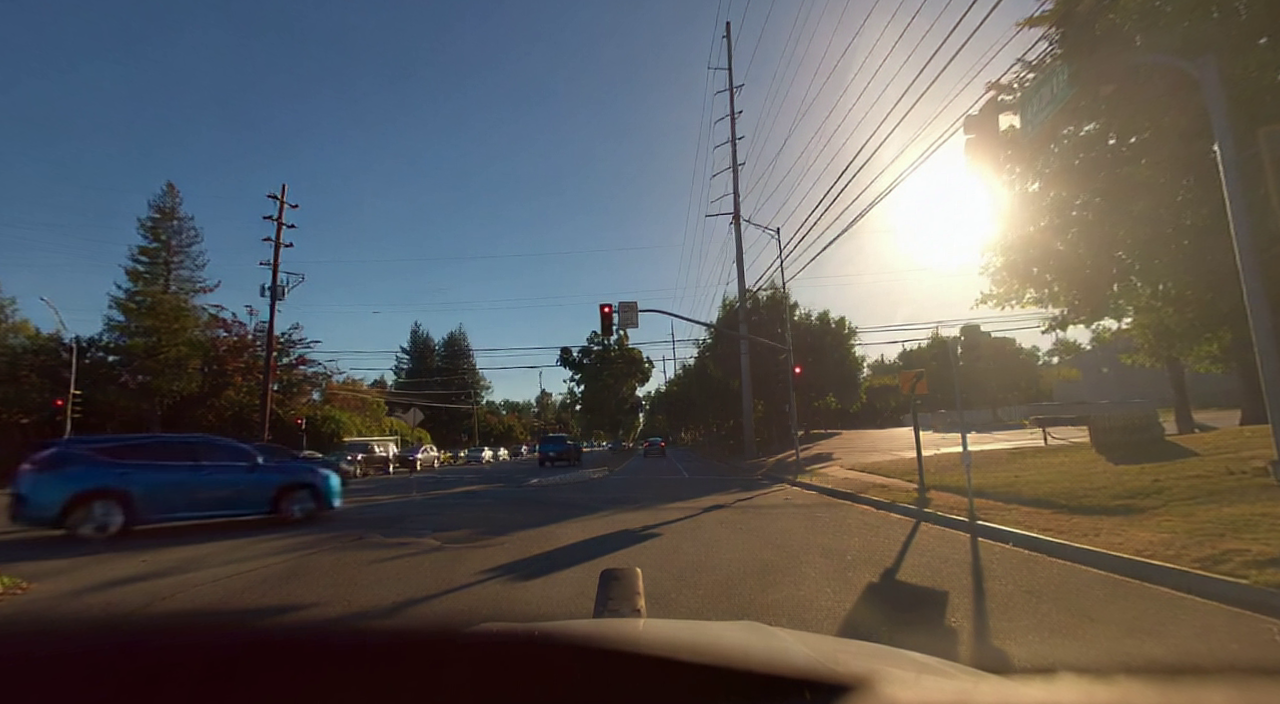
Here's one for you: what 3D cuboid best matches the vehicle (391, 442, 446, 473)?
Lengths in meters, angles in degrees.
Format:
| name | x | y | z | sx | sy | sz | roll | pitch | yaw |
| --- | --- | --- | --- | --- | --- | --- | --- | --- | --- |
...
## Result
| name | x | y | z | sx | sy | sz | roll | pitch | yaw |
| --- | --- | --- | --- | --- | --- | --- | --- | --- | --- |
| vehicle | -13.210 | 6.304 | 37.635 | 1.772 | 1.647 | 4.221 | -4 | -9 | 0 |

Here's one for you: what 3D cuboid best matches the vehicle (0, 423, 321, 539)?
| name | x | y | z | sx | sy | sz | roll | pitch | yaw |
| --- | --- | --- | --- | --- | --- | --- | --- | --- | --- |
| vehicle | -8.344 | 2.146 | 11.000 | 4.607 | 1.666 | 2.051 | 5 | -10 | -32 |

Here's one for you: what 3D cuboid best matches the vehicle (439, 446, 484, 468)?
| name | x | y | z | sx | sy | sz | roll | pitch | yaw |
| --- | --- | --- | --- | --- | --- | --- | --- | --- | --- |
| vehicle | -12.678 | 7.471 | 44.908 | 1.841 | 1.477 | 4.485 | -1 | -8 | 1 |

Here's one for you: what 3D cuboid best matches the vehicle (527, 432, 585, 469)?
| name | x | y | z | sx | sy | sz | roll | pitch | yaw |
| --- | --- | --- | --- | --- | --- | --- | --- | --- | --- |
| vehicle | -4.728 | 5.623 | 36.095 | 2.175 | 1.957 | 4.686 | -1 | -9 | 7 |

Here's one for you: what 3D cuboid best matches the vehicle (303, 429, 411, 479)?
| name | x | y | z | sx | sy | sz | roll | pitch | yaw |
| --- | --- | --- | --- | --- | --- | --- | --- | --- | --- |
| vehicle | -13.105 | 4.768 | 29.629 | 2.350 | 2.104 | 5.828 | 0 | -8 | 1 |
